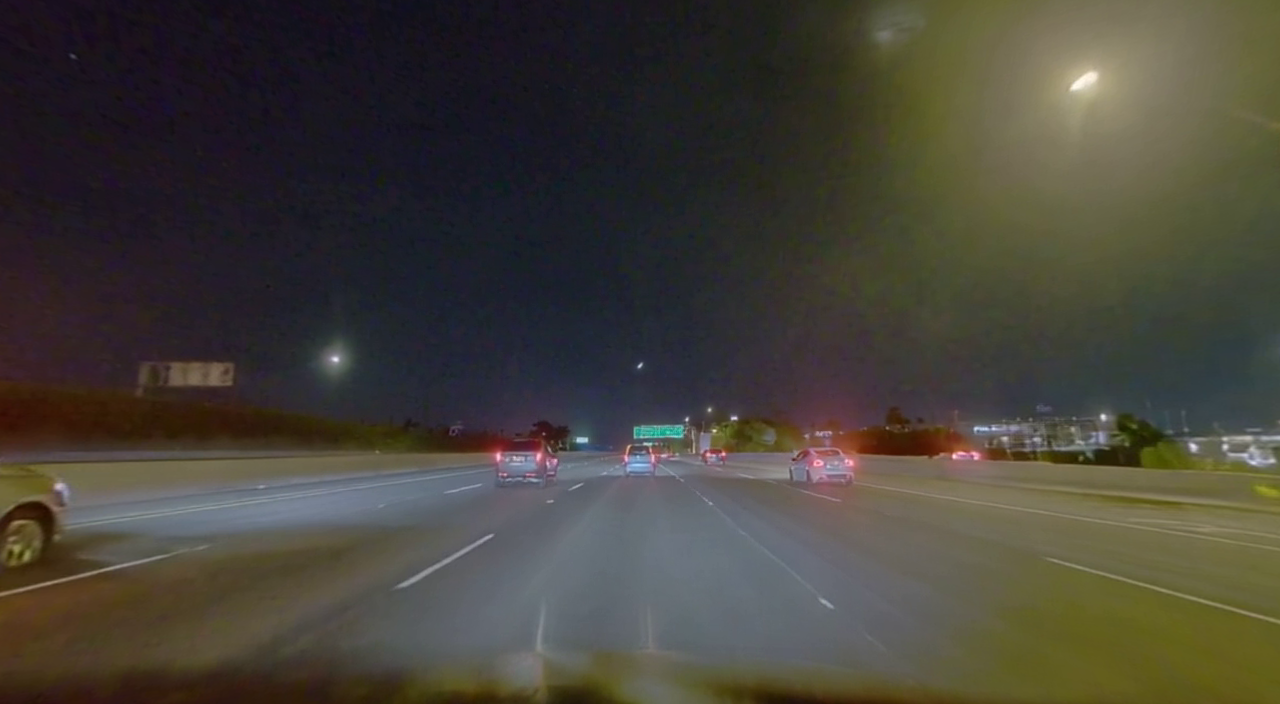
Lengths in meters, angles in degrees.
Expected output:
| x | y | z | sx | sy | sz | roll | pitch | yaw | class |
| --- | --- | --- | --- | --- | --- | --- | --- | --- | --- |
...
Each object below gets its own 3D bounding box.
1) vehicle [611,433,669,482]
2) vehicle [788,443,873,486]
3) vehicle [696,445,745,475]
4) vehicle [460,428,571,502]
| x | y | z | sx | sy | sz | roll | pitch | yaw | class |
| --- | --- | --- | --- | --- | --- | --- | --- | --- | --- |
| 0.026 | 4.485 | 26.947 | 2.270 | 1.862 | 4.949 | 0 | -9 | 1 | vehicle |
| 7.279 | 4.320 | 24.507 | 1.936 | 1.480 | 4.373 | 0 | -9 | 0 | vehicle |
| 4.197 | 5.709 | 33.485 | 2.005 | 1.456 | 4.287 | 0 | -9 | 0 | vehicle |
| -3.263 | 3.081 | 17.505 | 2.142 | 1.759 | 4.297 | 0 | -9 | 1 | vehicle |
